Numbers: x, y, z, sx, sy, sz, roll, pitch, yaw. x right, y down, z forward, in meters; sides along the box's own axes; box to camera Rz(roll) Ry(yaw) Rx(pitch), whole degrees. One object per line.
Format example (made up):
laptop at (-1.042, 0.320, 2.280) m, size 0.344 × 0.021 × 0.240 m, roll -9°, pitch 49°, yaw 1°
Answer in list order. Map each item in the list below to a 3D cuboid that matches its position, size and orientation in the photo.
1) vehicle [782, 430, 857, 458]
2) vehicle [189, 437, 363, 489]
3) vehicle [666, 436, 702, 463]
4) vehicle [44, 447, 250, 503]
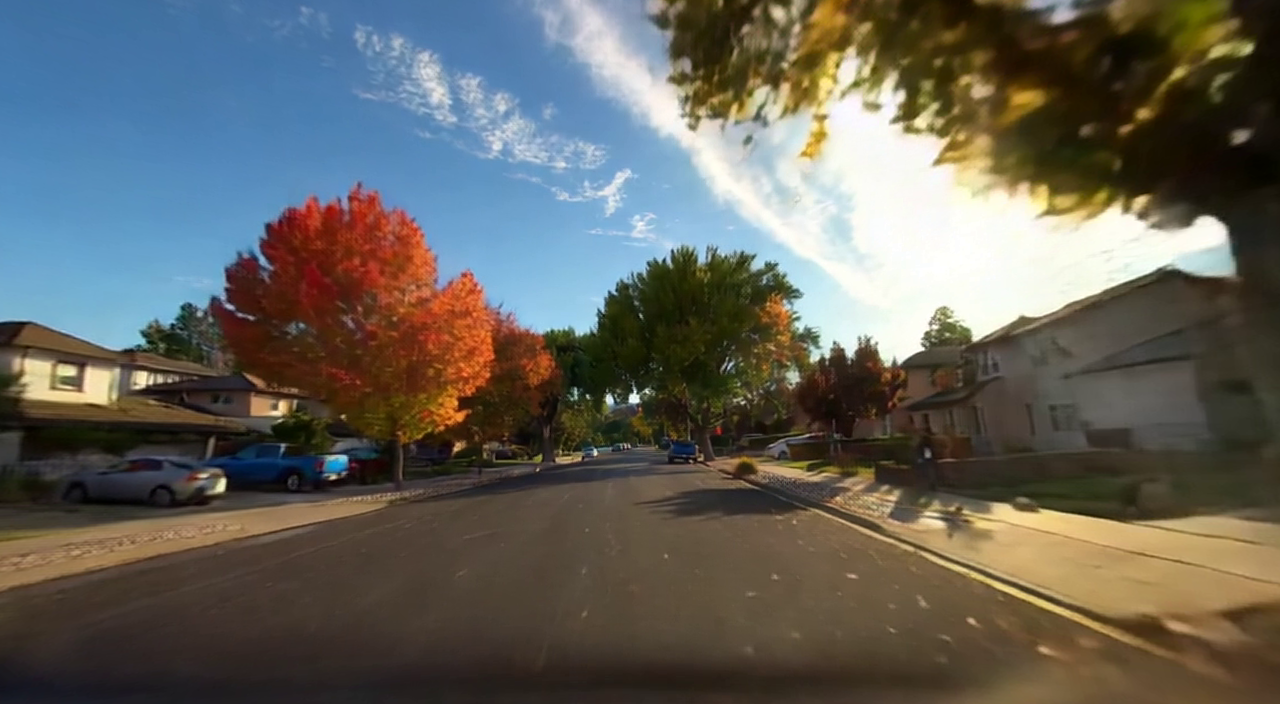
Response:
vehicle at (11.154, 5.727, 39.563) m, size 4.069 × 1.680 × 2.156 m, roll -1°, pitch -7°, yaw 3°
vehicle at (-13.748, 4.218, 24.135) m, size 5.286 × 1.847 × 2.166 m, roll -1°, pitch -9°, yaw 1°
vehicle at (3.349, 7.667, 49.639) m, size 2.313 × 1.962 × 6.029 m, roll 0°, pitch -9°, yaw 0°
vehicle at (-14.048, 3.514, 18.226) m, size 4.285 × 1.483 × 1.954 m, roll 0°, pitch -9°, yaw 0°
